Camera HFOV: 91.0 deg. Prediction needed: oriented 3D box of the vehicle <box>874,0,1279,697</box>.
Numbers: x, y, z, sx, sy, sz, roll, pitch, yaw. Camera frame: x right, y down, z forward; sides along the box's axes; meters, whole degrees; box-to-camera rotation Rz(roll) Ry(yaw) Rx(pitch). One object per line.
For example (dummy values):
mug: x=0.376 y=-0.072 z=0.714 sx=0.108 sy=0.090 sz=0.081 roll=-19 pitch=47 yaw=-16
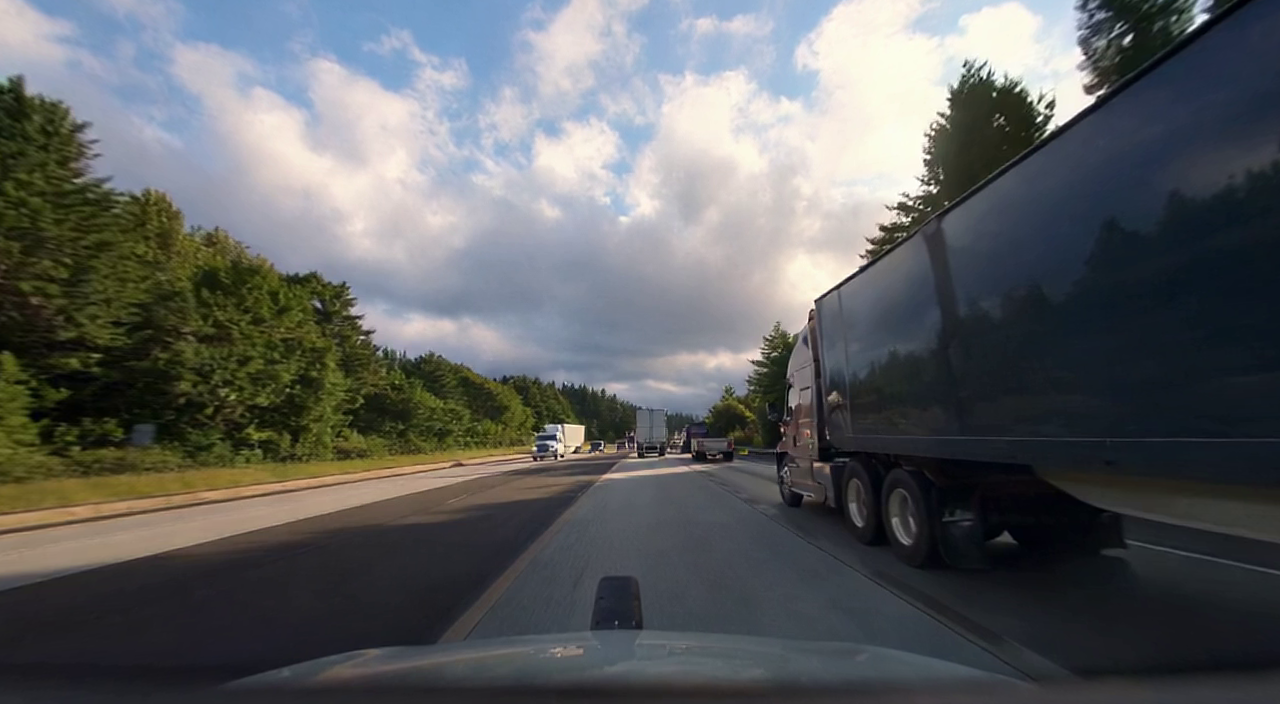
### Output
vehicle: x=4.847 y=-0.441 z=1.772 sx=2.885 sy=4.049 sz=13.827 roll=0 pitch=-8 yaw=-1

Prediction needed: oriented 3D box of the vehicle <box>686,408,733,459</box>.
vehicle: x=5.221 y=6.303 z=48.384 sx=2.956 sy=3.604 sz=6.277 roll=-1 pitch=-8 yaw=1

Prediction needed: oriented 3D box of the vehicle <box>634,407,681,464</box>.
vehicle: x=1.004 y=5.303 z=39.973 sx=2.644 sy=3.247 sz=7.454 roll=0 pitch=-8 yaw=0
